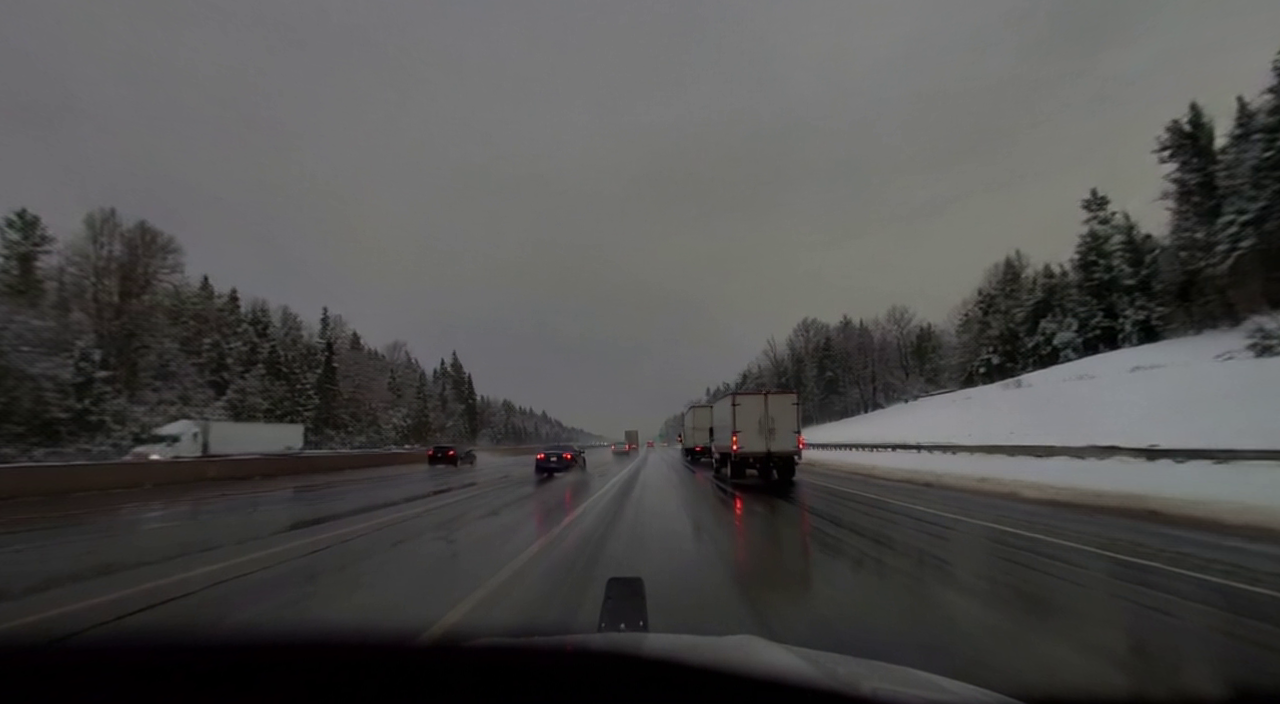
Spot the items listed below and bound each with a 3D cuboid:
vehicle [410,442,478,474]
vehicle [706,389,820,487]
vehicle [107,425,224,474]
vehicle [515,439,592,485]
[{"bbox_3d":[-9.733,5.301,31.717,1.899,1.465,4.589,0,-8,1],"label":"vehicle"},{"bbox_3d":[4.225,3.218,23.451,2.732,3.052,7.118,0,-8,0],"label":"vehicle"},{"bbox_3d":[-35.503,7.316,47.598,2.955,3.376,7.255,0,-8,1],"label":"vehicle"},{"bbox_3d":[-2.927,3.843,22.380,1.981,1.473,4.317,0,-8,2],"label":"vehicle"}]
